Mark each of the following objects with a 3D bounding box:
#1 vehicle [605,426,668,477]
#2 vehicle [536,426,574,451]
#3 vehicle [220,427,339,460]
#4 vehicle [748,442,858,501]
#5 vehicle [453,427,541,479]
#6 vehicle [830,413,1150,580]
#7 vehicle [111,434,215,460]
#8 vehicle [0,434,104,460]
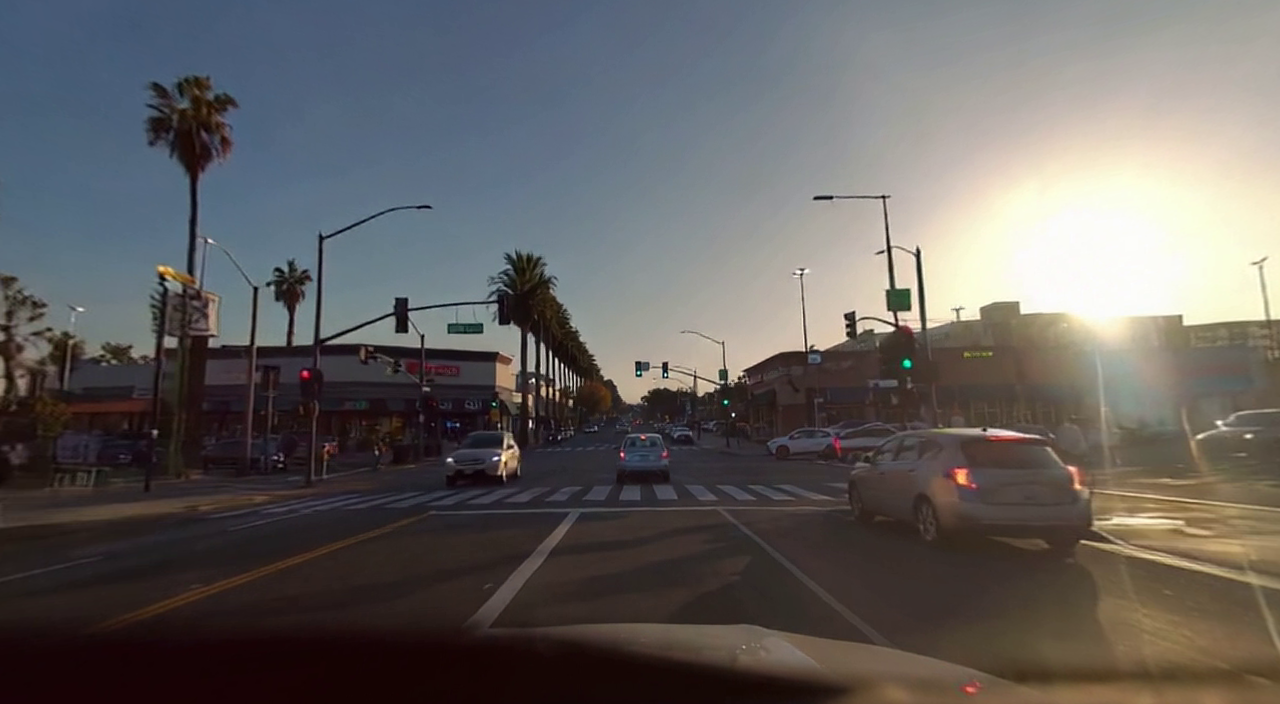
[{"bbox_3d":[-0.165,3.908,24.947,2.264,1.798,4.531,0,-8,-1],"label":"vehicle"},{"bbox_3d":[-6.038,6.216,45.161,2.040,1.670,4.508,0,-8,0],"label":"vehicle"},{"bbox_3d":[-20.815,5.305,36.585,5.674,1.804,2.190,-1,-8,6],"label":"vehicle"},{"bbox_3d":[4.416,3.289,17.920,1.963,1.449,4.653,0,-8,1],"label":"vehicle"},{"bbox_3d":[-5.522,3.987,25.161,2.324,1.808,4.946,0,-8,0],"label":"vehicle"},{"bbox_3d":[4.325,1.839,8.894,2.070,1.711,4.480,-1,-8,3],"label":"vehicle"},{"bbox_3d":[-28.422,5.660,37.728,4.734,1.416,2.083,-1,-7,6],"label":"vehicle"},{"bbox_3d":[-35.573,5.741,38.127,4.643,1.464,2.125,-1,-8,4],"label":"vehicle"}]
